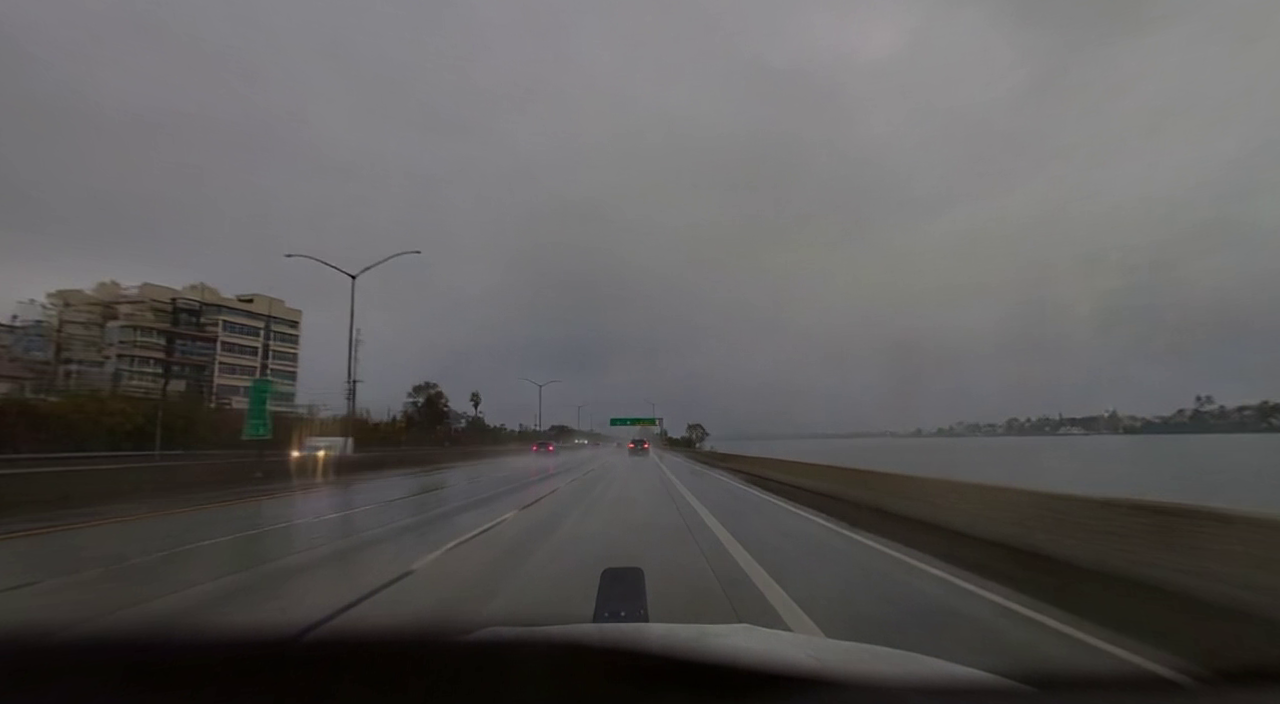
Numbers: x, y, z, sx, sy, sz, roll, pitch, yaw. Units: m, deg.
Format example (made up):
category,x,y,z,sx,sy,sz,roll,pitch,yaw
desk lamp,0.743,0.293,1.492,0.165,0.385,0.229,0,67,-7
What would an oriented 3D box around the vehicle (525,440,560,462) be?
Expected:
category,x,y,z,sx,sy,sz,roll,pitch,yaw
vehicle,-7.367,7.528,47.975,1.946,1.590,4.042,0,-8,1
